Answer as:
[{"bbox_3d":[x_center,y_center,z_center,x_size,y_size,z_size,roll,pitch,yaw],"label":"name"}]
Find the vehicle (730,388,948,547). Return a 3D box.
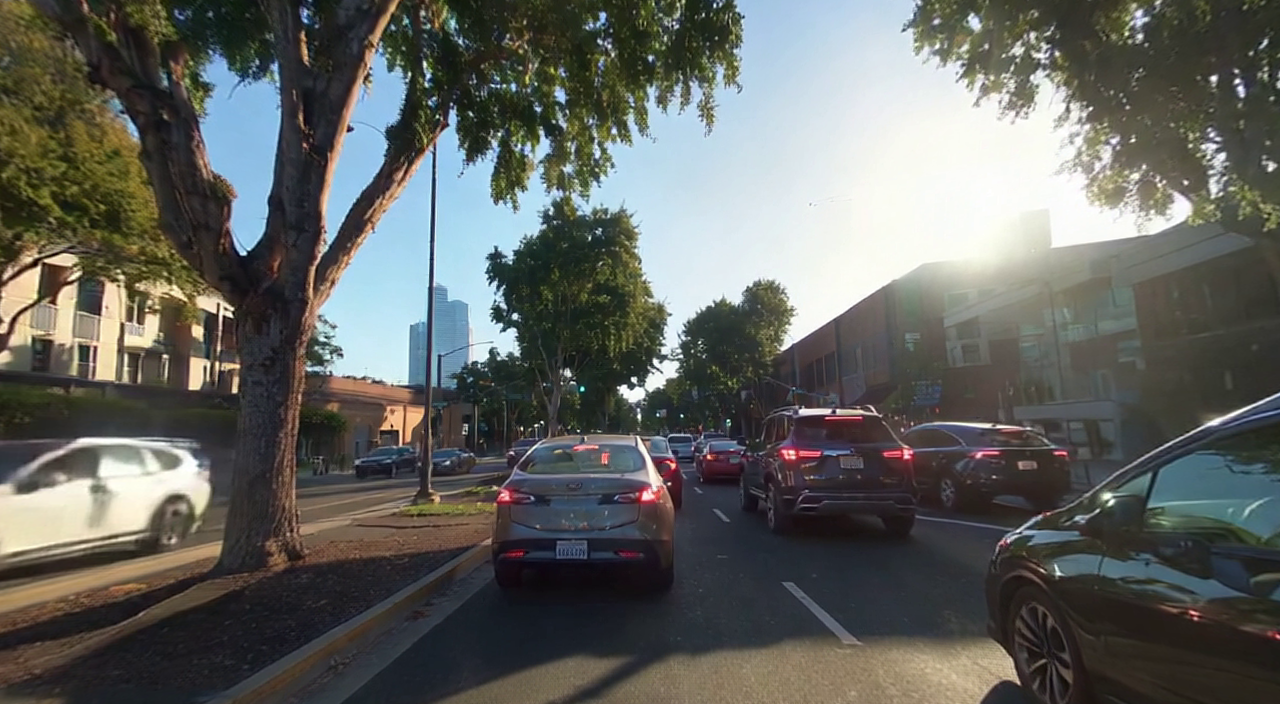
[{"bbox_3d":[3.540,2.244,12.843,2.516,2.481,5.766,0,-8,0],"label":"vehicle"}]

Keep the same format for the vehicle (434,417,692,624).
[{"bbox_3d":[-0.597,1.679,7.225,2.111,1.676,4.018,0,-8,1],"label":"vehicle"}]

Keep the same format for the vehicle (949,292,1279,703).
[{"bbox_3d":[3.163,0.791,2.134,1.982,1.960,4.427,0,-9,1],"label":"vehicle"}]

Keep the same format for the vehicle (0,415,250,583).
[{"bbox_3d":[-8.717,2.062,9.520,2.111,2.002,5.330,0,-9,1],"label":"vehicle"}]

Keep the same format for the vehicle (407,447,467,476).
[{"bbox_3d":[-12.401,6.701,38.673,2.005,1.660,4.676,0,-9,2],"label":"vehicle"}]

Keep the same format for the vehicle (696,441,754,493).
[{"bbox_3d":[2.956,4.067,22.656,1.518,1.650,4.408,0,-9,1],"label":"vehicle"}]

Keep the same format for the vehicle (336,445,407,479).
[{"bbox_3d":[-15.999,6.550,37.691,2.077,1.925,4.626,0,-9,1],"label":"vehicle"}]
